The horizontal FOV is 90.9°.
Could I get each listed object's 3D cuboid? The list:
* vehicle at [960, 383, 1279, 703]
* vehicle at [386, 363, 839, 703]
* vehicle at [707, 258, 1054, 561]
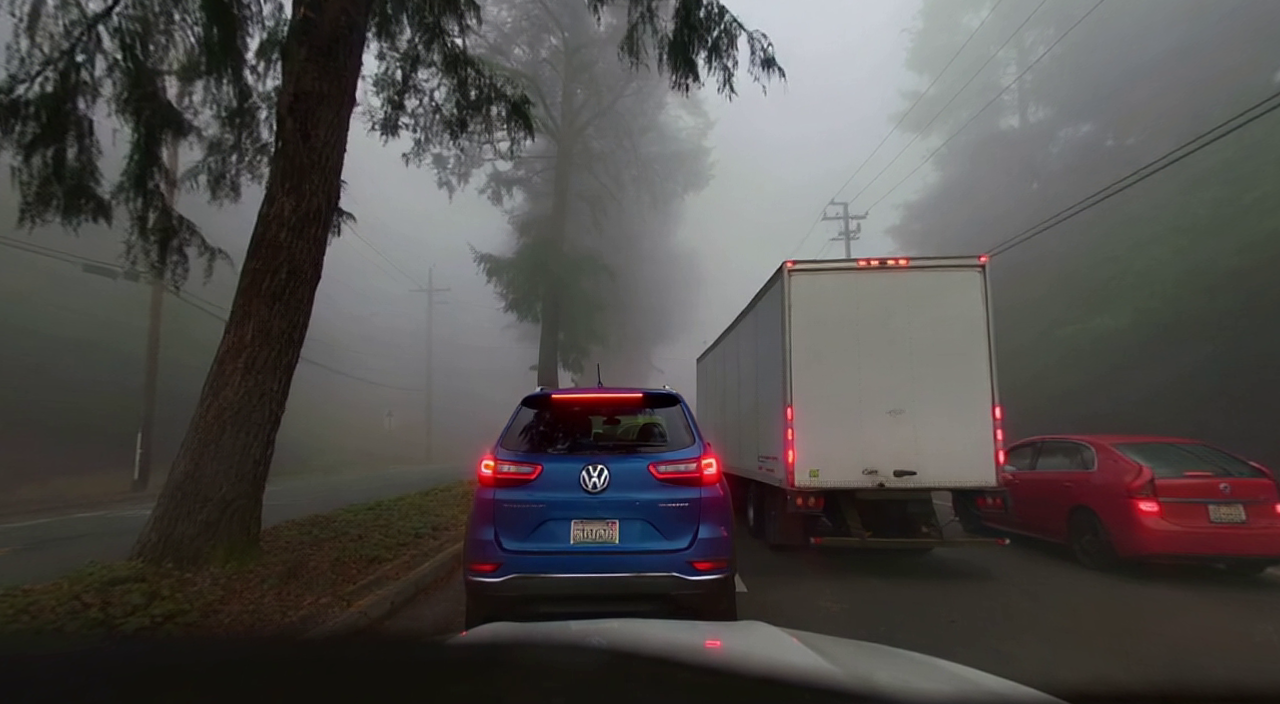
[{"bbox_3d":[2.824,0.743,1.189,1.971,1.484,4.728,0,-8,0],"label":"vehicle"},{"bbox_3d":[-0.123,1.226,5.136,2.114,1.732,4.230,0,-8,0],"label":"vehicle"},{"bbox_3d":[3.240,1.258,11.820,2.915,3.559,8.848,0,-8,0],"label":"vehicle"}]
